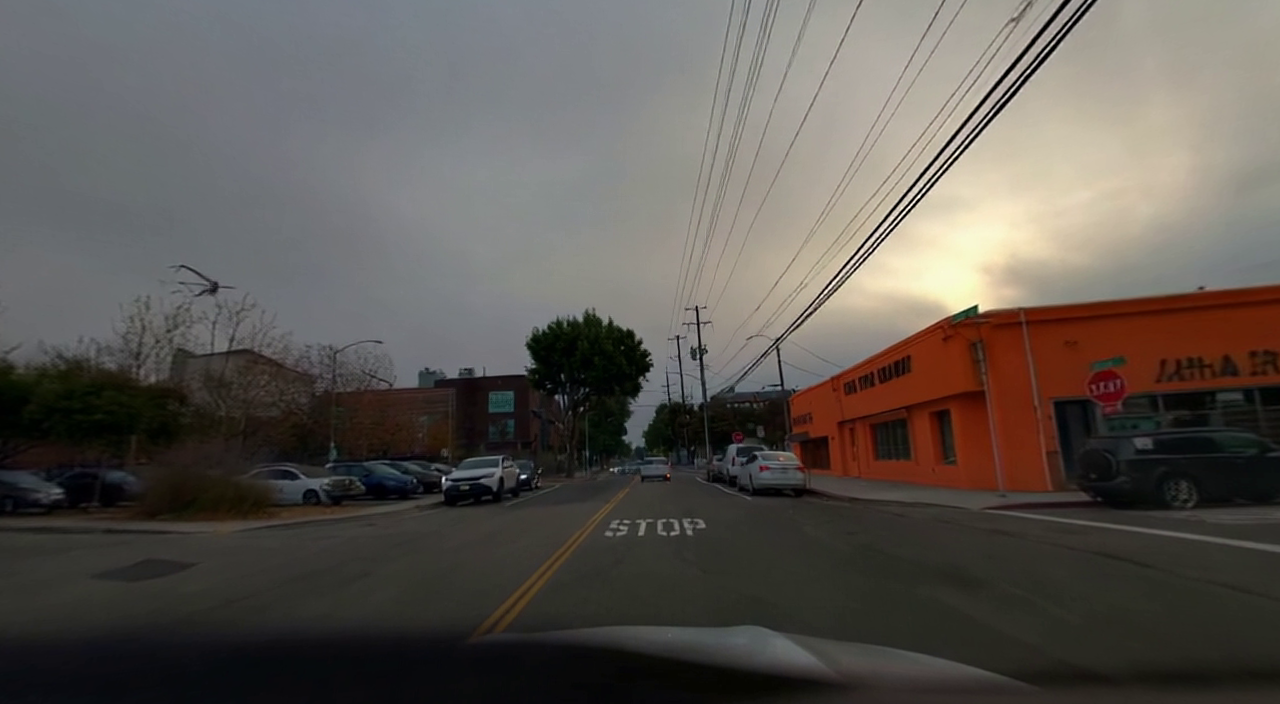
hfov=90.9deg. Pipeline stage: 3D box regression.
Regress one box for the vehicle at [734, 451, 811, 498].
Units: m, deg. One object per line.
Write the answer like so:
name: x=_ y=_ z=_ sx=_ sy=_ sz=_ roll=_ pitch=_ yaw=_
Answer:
vehicle: x=4.502 y=4.209 z=22.037 sx=1.840 sy=1.452 sz=4.517 roll=0 pitch=-9 yaw=2

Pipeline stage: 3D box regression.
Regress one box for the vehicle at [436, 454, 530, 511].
vehicle: x=-5.529 y=4.624 z=22.956 sx=2.146 sy=1.775 sz=5.117 roll=0 pitch=-9 yaw=-1

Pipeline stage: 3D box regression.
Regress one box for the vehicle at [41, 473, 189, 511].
vehicle: x=-22.883 y=6.099 z=27.610 sx=4.660 sy=1.488 sz=1.930 roll=0 pitch=-9 yaw=-2

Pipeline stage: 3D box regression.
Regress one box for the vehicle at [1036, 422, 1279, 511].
vehicle: x=11.622 y=2.381 z=13.255 sx=5.255 sy=1.688 sz=1.994 roll=1 pitch=-9 yaw=-3

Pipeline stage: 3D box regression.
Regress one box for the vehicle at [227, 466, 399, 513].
vehicle: x=-11.474 y=4.840 z=22.413 sx=4.968 sy=1.493 sz=1.961 roll=0 pitch=-9 yaw=-2

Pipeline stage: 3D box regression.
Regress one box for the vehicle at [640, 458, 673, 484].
vehicle: x=1.070 y=7.623 z=40.558 sx=2.033 sy=1.464 sz=4.645 roll=0 pitch=-9 yaw=2
